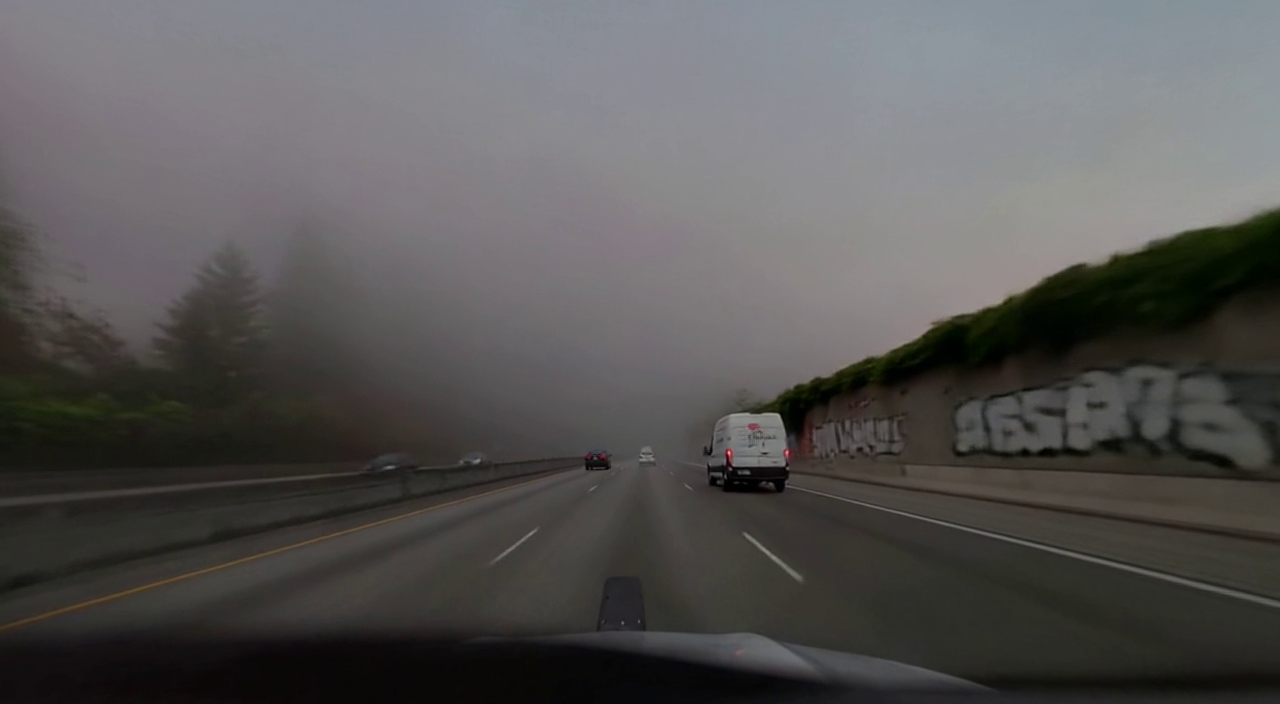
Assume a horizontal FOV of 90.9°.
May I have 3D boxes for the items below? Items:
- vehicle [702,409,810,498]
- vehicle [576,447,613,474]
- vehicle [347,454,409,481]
[{"bbox_3d":[3.673,3.417,21.320,2.469,2.591,5.653,0,-9,-1],"label":"vehicle"},{"bbox_3d":[-2.854,6.978,40.636,1.964,1.618,4.489,0,-9,1],"label":"vehicle"},{"bbox_3d":[-15.638,6.900,37.846,1.795,1.502,4.437,0,-9,0],"label":"vehicle"}]
